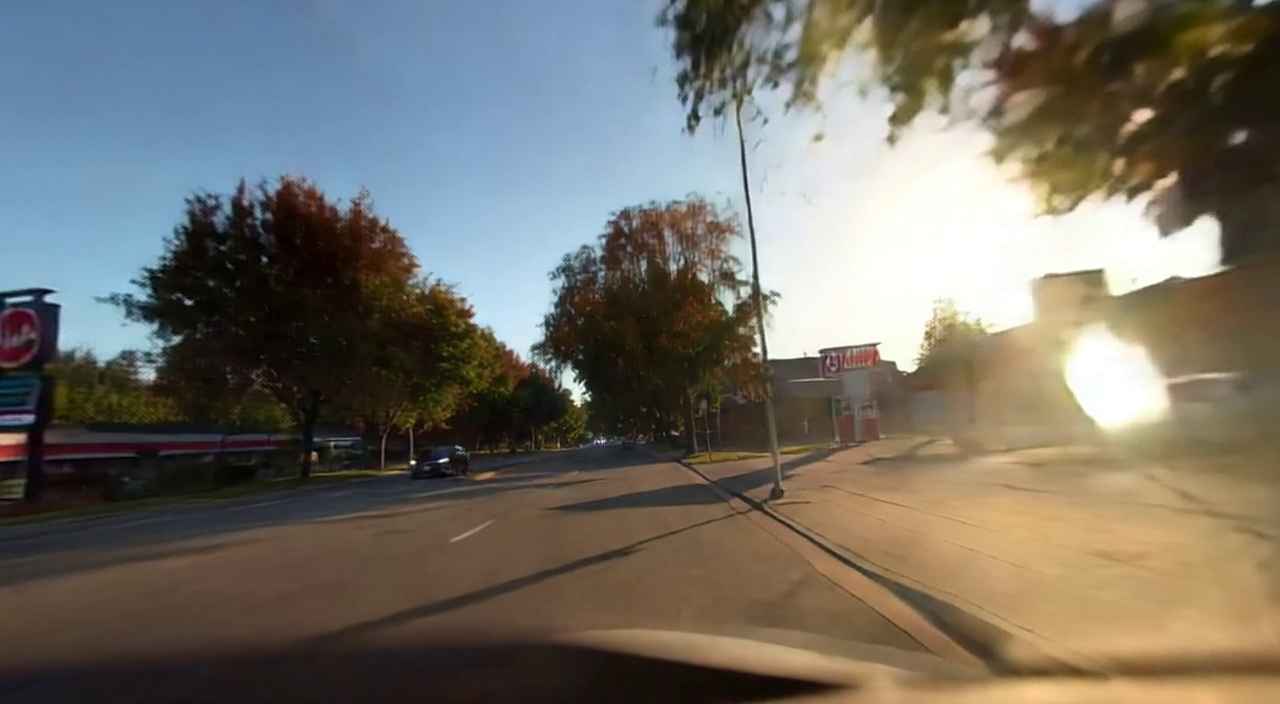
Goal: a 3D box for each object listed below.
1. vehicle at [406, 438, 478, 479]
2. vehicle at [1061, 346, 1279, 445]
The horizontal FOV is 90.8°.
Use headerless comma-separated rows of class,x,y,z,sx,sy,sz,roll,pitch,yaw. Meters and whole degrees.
vehicle,-9.296,5.003,30.073,2.050,1.721,4.369,0,-7,-1
vehicle,12.635,1.097,14.107,1.939,1.753,4.974,3,-11,-23
